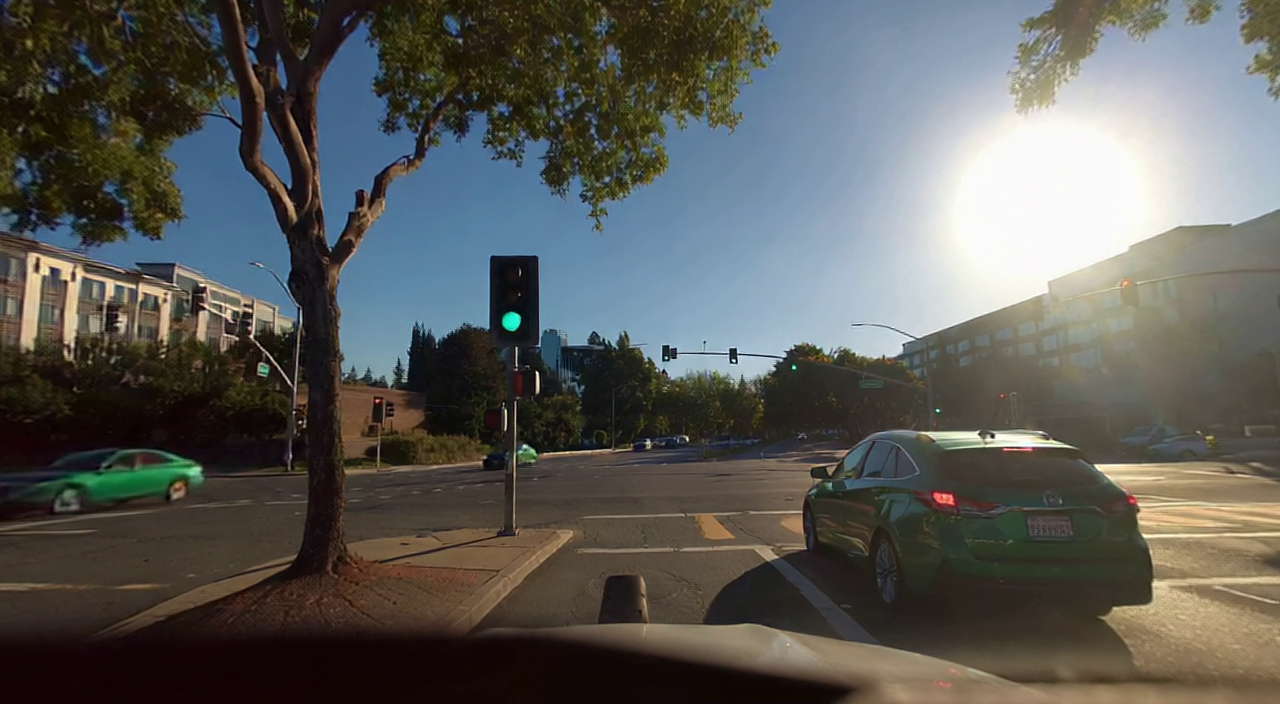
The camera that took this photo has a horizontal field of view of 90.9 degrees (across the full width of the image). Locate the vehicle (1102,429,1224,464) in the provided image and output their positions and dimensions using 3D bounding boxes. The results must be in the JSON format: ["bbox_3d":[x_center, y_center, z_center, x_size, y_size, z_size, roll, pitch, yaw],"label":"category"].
[{"bbox_3d":[25.936,4.683,31.359,4.441,1.674,2.035,1,-8,-8],"label":"vehicle"}]

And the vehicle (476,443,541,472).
[{"bbox_3d":[-7.059,5.731,34.502,2.002,1.483,4.696,-1,-8,8],"label":"vehicle"}]

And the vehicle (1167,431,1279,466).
[{"bbox_3d":[26.311,4.237,27.877,4.644,1.470,1.922,1,-8,-10],"label":"vehicle"}]

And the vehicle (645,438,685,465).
[{"bbox_3d":[1.761,6.775,43.257,2.197,1.739,4.177,-2,-8,10],"label":"vehicle"}]

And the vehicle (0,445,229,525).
[{"bbox_3d":[-12.346,2.932,14.701,2.046,1.515,4.852,-1,-8,4],"label":"vehicle"}]
